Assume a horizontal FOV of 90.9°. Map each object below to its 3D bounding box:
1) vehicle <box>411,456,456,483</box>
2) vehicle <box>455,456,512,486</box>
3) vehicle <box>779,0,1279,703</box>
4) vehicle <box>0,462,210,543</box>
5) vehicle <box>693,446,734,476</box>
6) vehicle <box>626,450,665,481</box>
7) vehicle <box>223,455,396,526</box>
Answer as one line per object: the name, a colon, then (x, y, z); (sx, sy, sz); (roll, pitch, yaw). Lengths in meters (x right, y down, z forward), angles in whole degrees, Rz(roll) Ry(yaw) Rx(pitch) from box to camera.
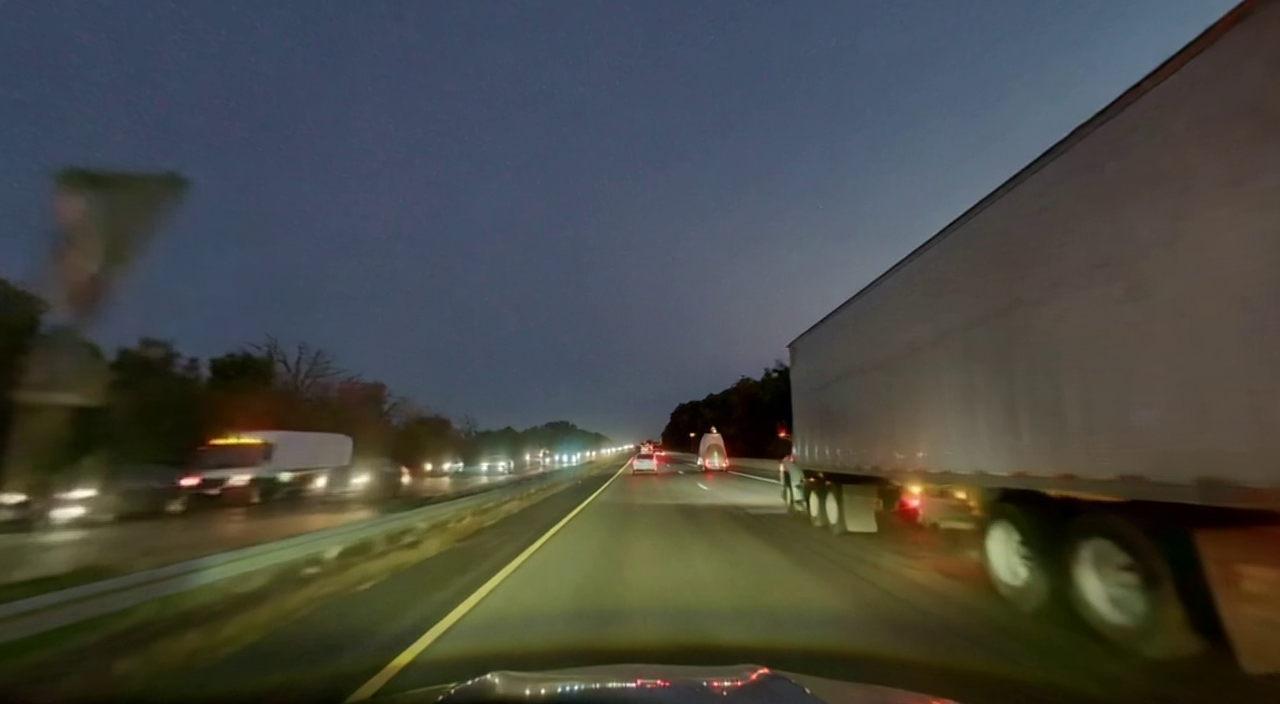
vehicle: (-13.305, 7.534, 40.700); (1.715, 1.590, 3.514); (0, -9, 0)
vehicle: (-8.304, 6.349, 33.903); (1.935, 1.477, 4.537); (0, -9, 0)
vehicle: (4.455, 0.738, 7.458); (2.885, 3.679, 12.102); (0, -9, 0)
vehicle: (-12.727, 3.367, 14.768); (2.004, 1.484, 4.667); (0, -9, -1)
vehicle: (4.669, 7.007, 40.693); (2.020, 1.849, 4.051); (0, -9, -2)
vehicle: (0.262, 5.991, 33.447); (1.939, 1.495, 3.612); (0, -9, 0)
vehicle: (-7.891, 3.314, 15.632); (1.965, 1.453, 4.364); (0, -9, -1)
